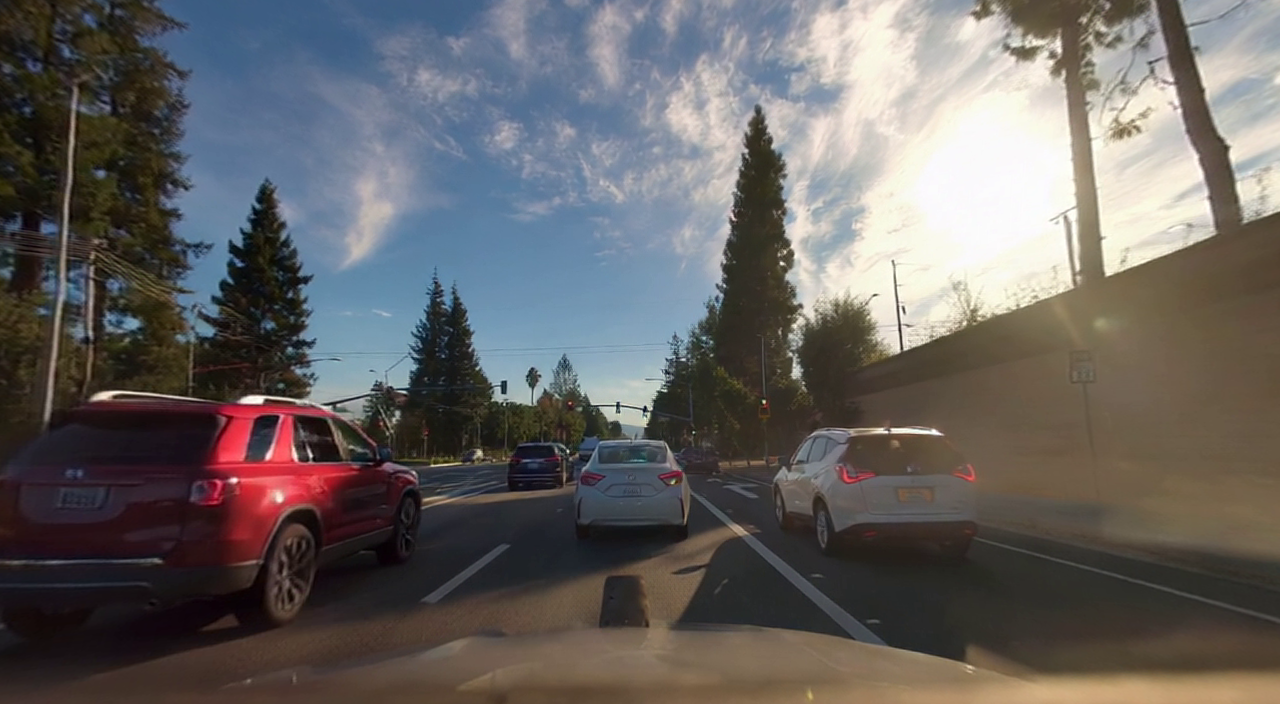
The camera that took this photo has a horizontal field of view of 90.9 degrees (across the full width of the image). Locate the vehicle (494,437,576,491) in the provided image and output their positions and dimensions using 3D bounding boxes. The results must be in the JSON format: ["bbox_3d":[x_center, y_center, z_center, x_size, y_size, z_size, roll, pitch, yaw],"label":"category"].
[{"bbox_3d":[-3.655,3.998,22.938,2.067,1.759,4.631,0,-8,1],"label":"vehicle"}]

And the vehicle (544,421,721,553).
[{"bbox_3d":[-0.068,2.017,10.089,2.245,1.677,3.913,0,-8,1],"label":"vehicle"}]

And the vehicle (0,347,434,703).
[{"bbox_3d":[-3.626,1.241,5.586,2.070,1.913,4.450,0,-8,0],"label":"vehicle"}]

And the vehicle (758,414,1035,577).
[{"bbox_3d":[3.108,1.823,8.847,2.029,1.702,4.281,0,-8,-1],"label":"vehicle"}]
